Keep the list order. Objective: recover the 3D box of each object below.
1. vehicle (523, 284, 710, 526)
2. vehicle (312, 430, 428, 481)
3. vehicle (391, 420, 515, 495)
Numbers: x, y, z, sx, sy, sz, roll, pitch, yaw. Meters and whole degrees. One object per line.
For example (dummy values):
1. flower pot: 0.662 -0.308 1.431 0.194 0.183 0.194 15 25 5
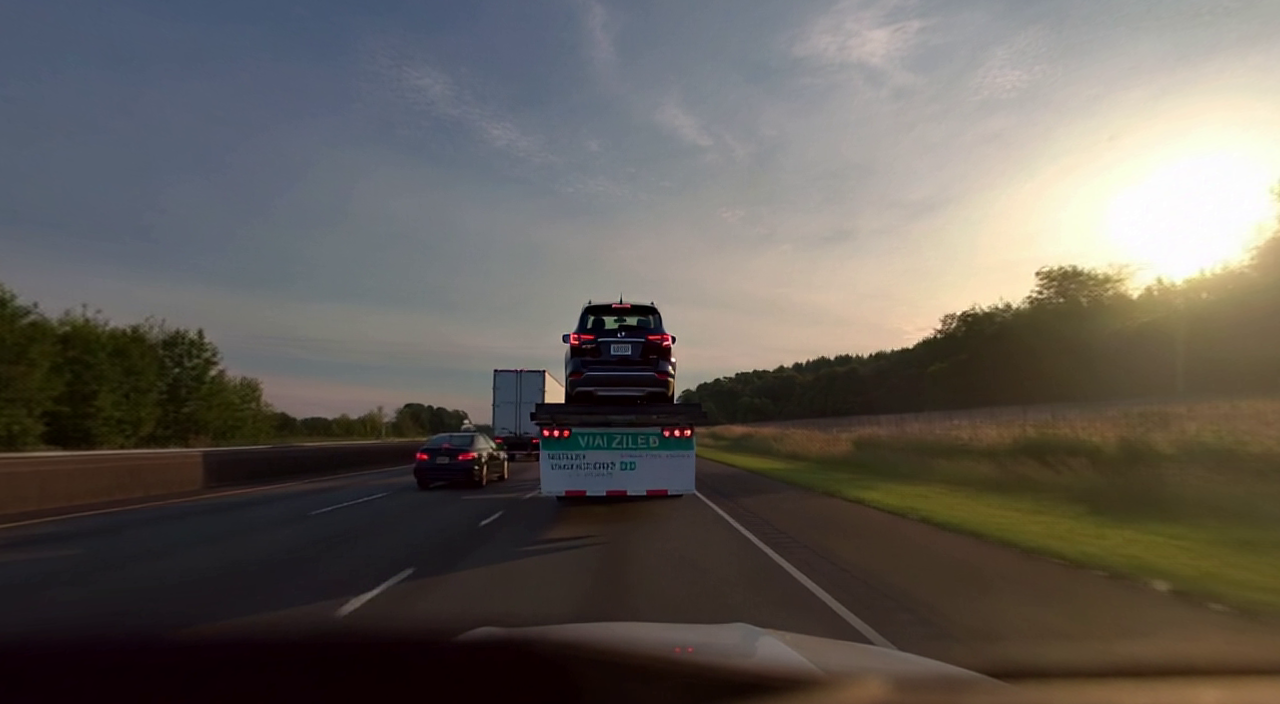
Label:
1. vehicle: -0.463 1.349 14.050 2.738 3.628 9.223 0 -7 -1
2. vehicle: -8.938 3.420 21.377 1.897 1.524 4.790 0 -7 -1
3. vehicle: -4.655 2.660 16.415 1.914 1.675 4.331 0 -7 -1
